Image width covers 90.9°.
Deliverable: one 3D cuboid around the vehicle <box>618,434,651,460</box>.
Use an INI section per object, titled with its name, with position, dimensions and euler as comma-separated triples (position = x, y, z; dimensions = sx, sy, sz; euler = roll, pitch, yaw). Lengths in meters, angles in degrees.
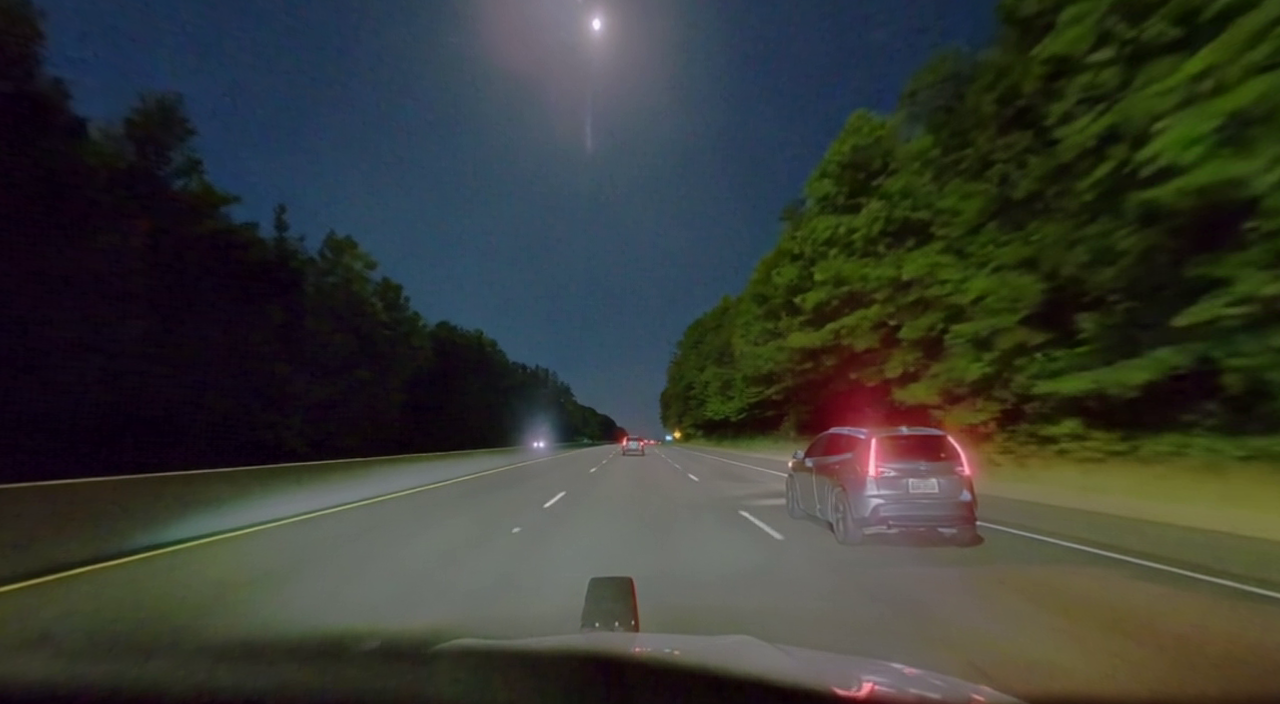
[vehicle]
position = -0.384, 6.448, 43.098
dimensions = 2.094, 1.653, 4.283
euler = 0, -8, -1
